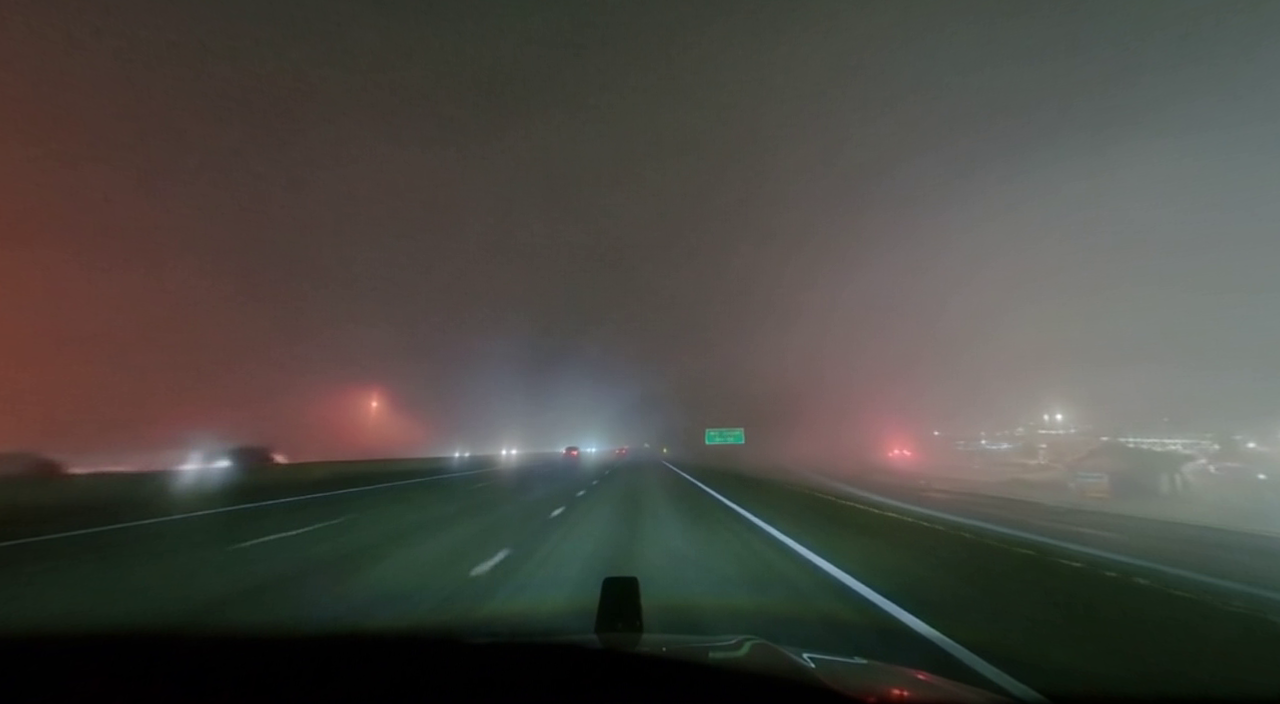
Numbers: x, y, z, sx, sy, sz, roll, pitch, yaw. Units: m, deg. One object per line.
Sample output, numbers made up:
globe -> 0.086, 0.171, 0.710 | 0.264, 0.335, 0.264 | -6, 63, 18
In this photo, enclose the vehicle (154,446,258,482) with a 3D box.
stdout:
vehicle -> -20.261, 5.232, 29.660 | 1.867, 1.547, 4.145 | 0, -9, 1
